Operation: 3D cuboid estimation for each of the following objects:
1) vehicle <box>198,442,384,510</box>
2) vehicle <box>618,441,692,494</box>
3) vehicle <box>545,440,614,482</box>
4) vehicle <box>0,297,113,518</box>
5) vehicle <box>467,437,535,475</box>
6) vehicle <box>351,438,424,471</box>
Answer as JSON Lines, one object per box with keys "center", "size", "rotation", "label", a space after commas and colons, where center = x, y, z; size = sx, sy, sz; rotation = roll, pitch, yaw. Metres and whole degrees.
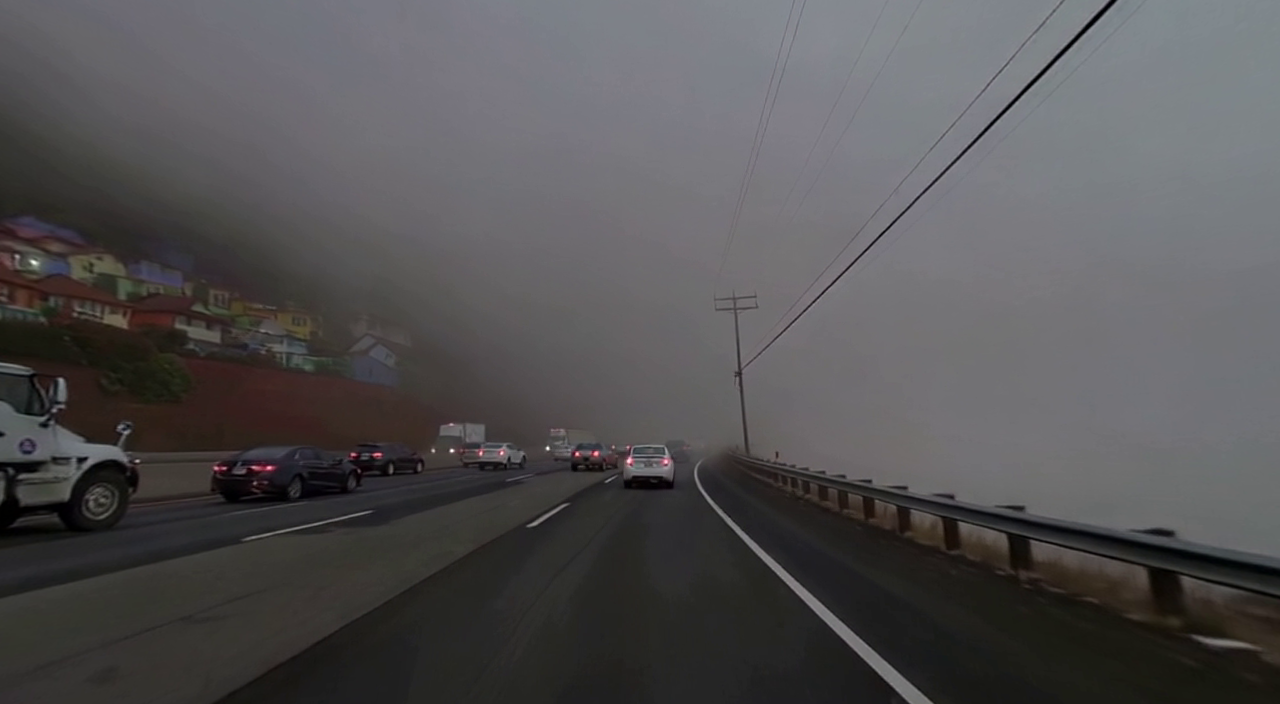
{"center": [-8.663, 3.072, 16.237], "size": [1.959, 1.469, 4.450], "rotation": [-1, -8, 5], "label": "vehicle"}
{"center": [0.552, 3.570, 19.904], "size": [2.109, 1.495, 3.935], "rotation": [-1, -8, 4], "label": "vehicle"}
{"center": [-2.465, 4.597, 26.982], "size": [2.121, 1.639, 4.383], "rotation": [-1, -8, 5], "label": "vehicle"}
{"center": [-13.609, 0.531, 8.235], "size": [3.161, 4.024, 11.136], "rotation": [-1, -8, 4], "label": "vehicle"}
{"center": [-7.160, 5.388, 32.988], "size": [2.080, 1.833, 4.461], "rotation": [-1, -8, 6], "label": "vehicle"}
{"center": [-14.668, 5.999, 36.979], "size": [2.020, 1.790, 4.563], "rotation": [-1, -8, 5], "label": "vehicle"}
